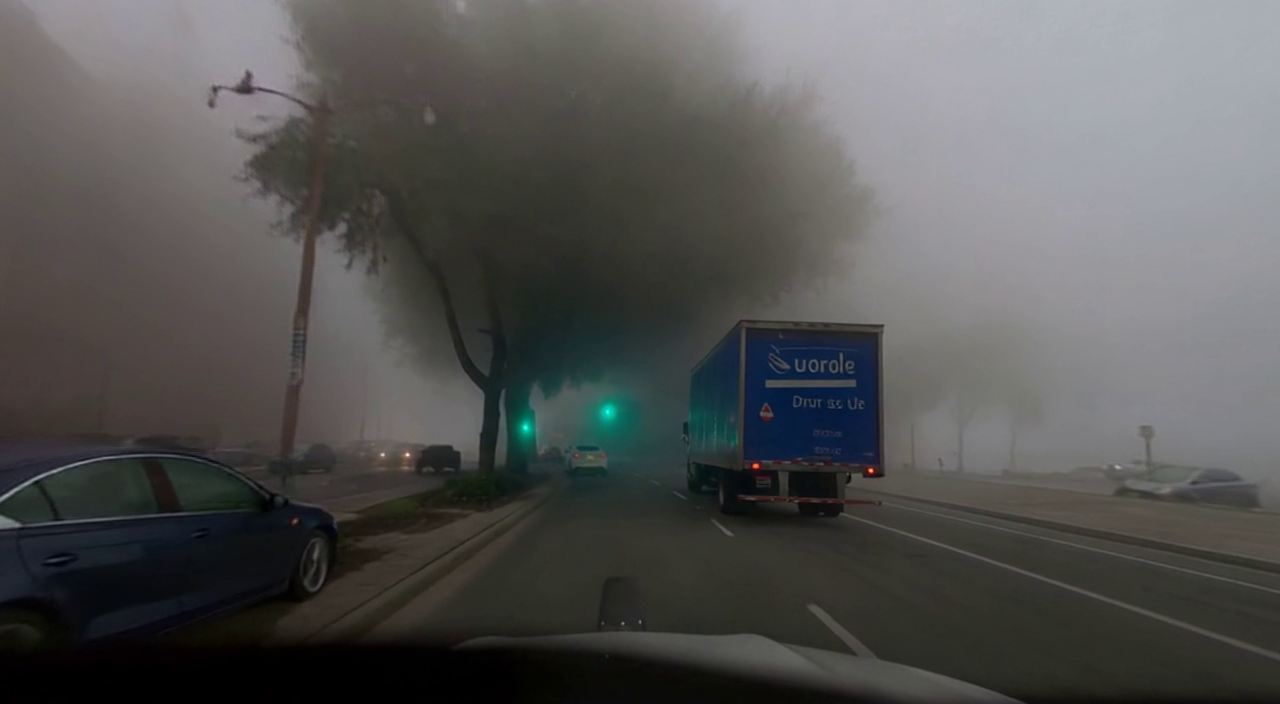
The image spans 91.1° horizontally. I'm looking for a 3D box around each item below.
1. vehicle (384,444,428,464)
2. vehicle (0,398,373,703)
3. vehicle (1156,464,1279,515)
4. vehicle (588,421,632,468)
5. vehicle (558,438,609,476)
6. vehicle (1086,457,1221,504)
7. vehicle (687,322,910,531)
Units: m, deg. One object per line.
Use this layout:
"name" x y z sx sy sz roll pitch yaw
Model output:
"vehicle" -17.930 7.819 48.297 2.015 1.465 4.723 1 -9 -5
"vehicle" -3.611 1.177 4.072 1.828 1.515 4.422 0 -9 0
"vehicle" 20.811 4.723 21.907 4.684 1.477 2.079 3 -9 -20
"vehicle" -2.380 6.902 46.693 2.837 3.142 7.371 2 -9 -5
"vehicle" -2.995 5.426 32.597 2.388 1.811 4.455 1 -9 -8
"vehicle" 19.982 4.923 24.428 4.581 1.612 2.083 4 -9 -24
"vehicle" 3.061 1.889 15.235 2.905 3.644 8.441 0 -9 -2
